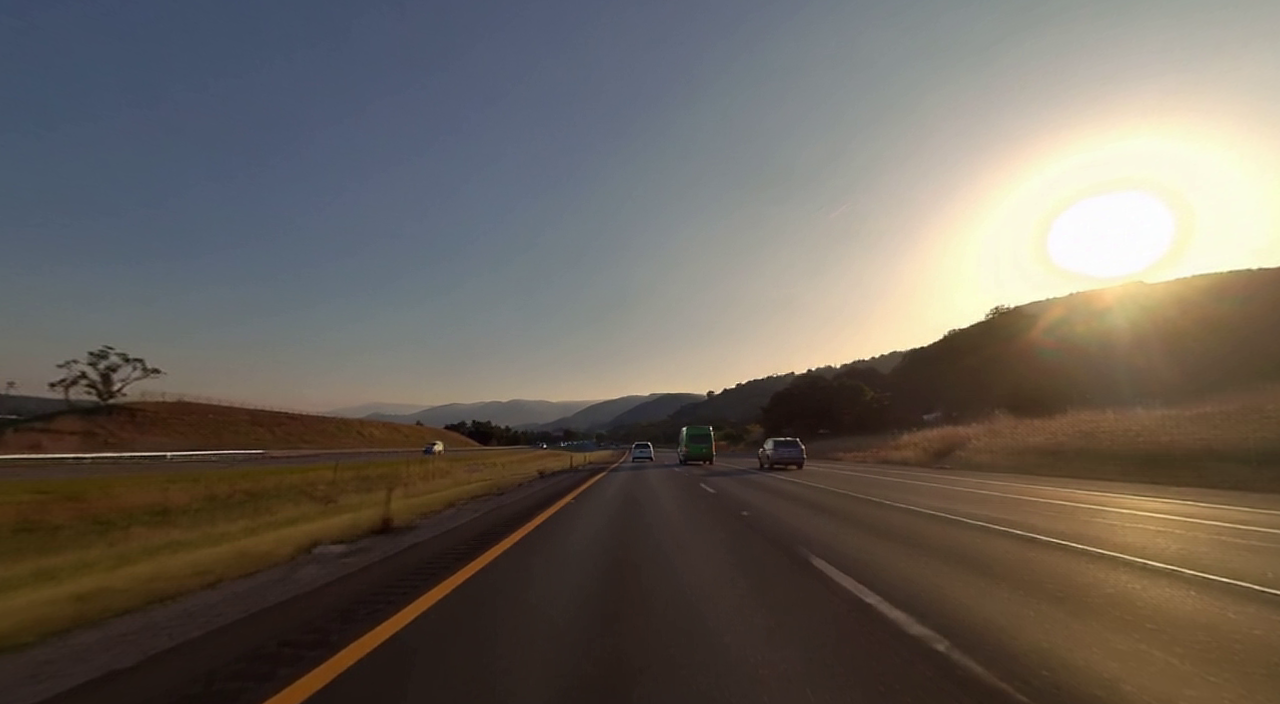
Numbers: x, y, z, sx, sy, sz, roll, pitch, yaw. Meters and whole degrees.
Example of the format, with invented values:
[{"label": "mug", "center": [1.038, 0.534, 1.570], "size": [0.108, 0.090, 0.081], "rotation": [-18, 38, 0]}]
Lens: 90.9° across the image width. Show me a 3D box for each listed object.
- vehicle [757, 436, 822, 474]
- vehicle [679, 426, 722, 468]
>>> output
[{"label": "vehicle", "center": [8.103, 5.617, 34.755], "size": [2.240, 1.925, 4.854], "rotation": [0, -8, -2]}, {"label": "vehicle", "center": [4.086, 6.552, 43.680], "size": [2.302, 2.670, 6.176], "rotation": [0, -8, -1]}]
